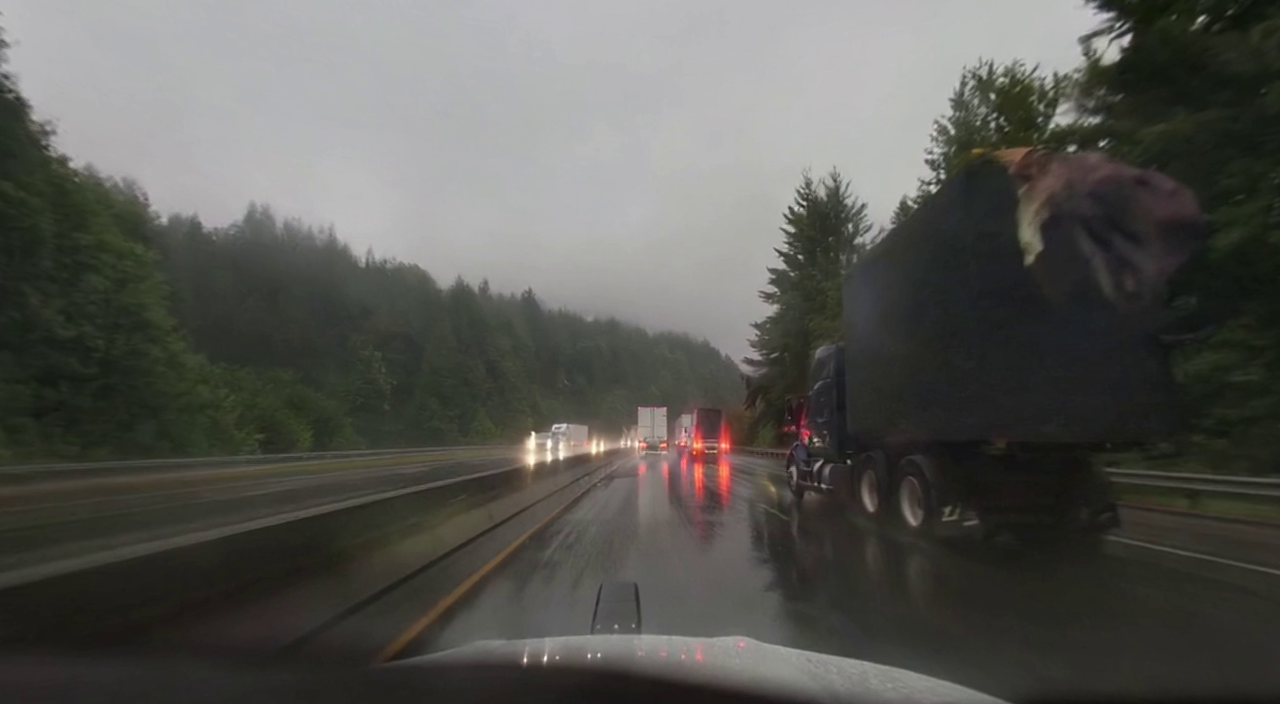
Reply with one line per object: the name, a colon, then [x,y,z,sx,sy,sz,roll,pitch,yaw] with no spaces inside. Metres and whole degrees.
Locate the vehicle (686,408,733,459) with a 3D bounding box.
vehicle: [5.221,6.303,48.384,2.956,3.604,6.277,-1,-8,1]

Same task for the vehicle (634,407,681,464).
vehicle: [1.004,5.303,39.973,2.644,3.247,7.454,0,-8,0]

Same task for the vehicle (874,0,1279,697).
vehicle: [4.847,-0.441,1.772,2.885,4.049,13.827,0,-8,-1]
